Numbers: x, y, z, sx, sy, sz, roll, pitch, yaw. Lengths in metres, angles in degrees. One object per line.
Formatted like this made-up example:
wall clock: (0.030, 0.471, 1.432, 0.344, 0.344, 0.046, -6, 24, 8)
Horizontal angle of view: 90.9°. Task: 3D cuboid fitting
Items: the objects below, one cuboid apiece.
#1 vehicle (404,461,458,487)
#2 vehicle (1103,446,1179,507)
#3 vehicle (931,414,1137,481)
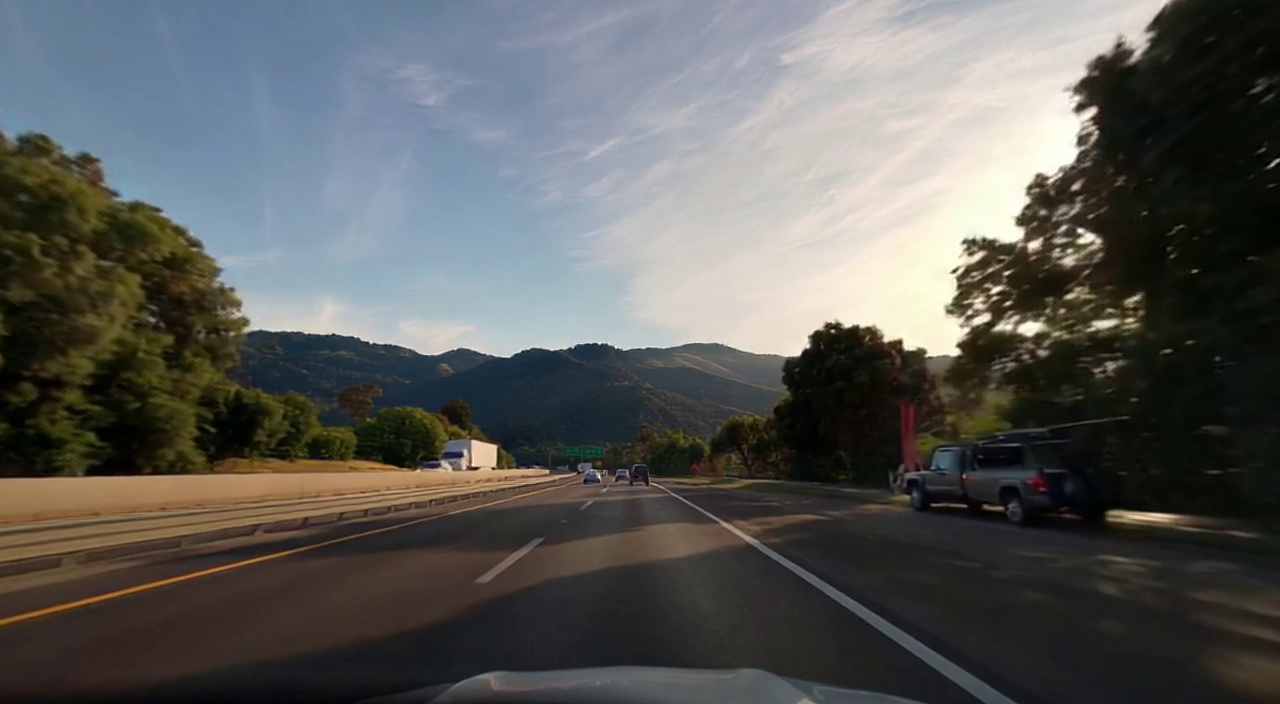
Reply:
vehicle: (-13.234, 7.770, 40.194, 2.021, 1.485, 4.198, 0, -11, 0)
vehicle: (38.963, 9.580, 48.755, 3.136, 4.077, 11.687, -9, -14, 42)
vehicle: (22.229, 5.887, 37.432, 2.846, 3.184, 14.350, 1, -10, -1)
